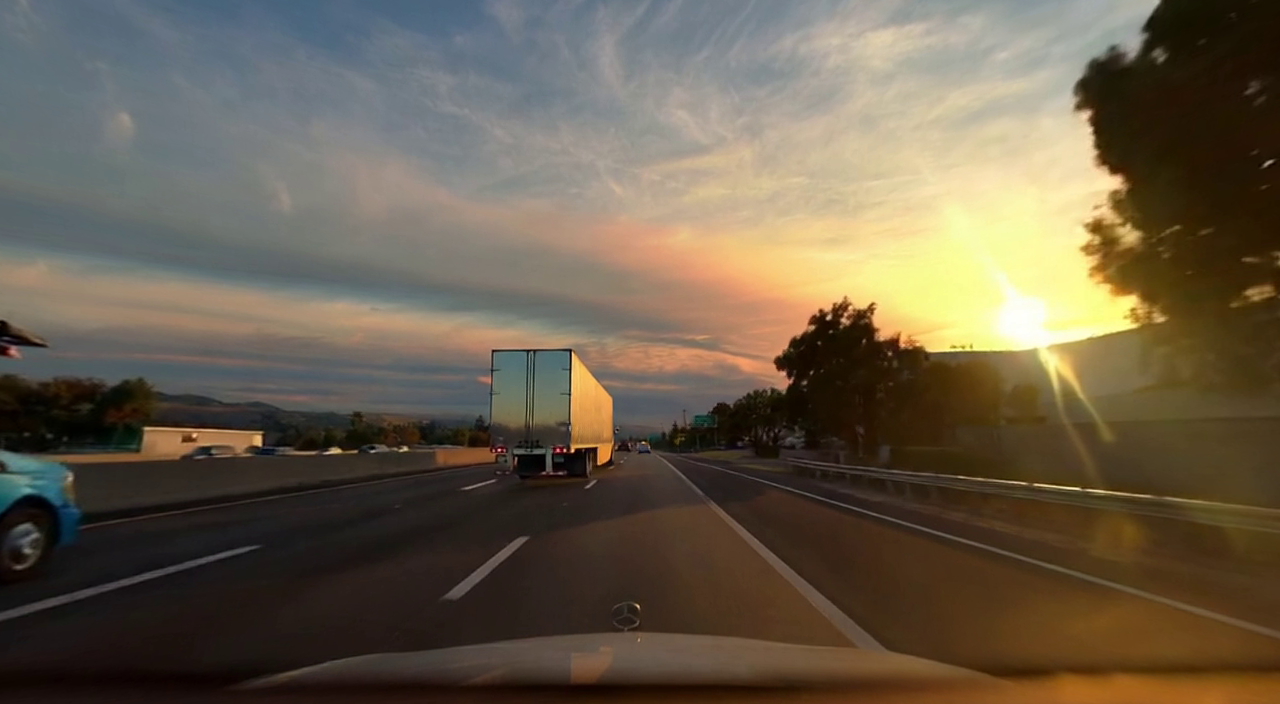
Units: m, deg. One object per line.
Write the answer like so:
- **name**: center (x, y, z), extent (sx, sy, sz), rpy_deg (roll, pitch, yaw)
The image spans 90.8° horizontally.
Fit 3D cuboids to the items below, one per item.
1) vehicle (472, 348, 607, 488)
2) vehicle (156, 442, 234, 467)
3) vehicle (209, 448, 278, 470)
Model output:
- **vehicle**: center (-3.369, 3.062, 26.803), extent (2.939, 4.132, 16.303), rpy_deg (0, -8, 0)
- **vehicle**: center (-31.418, 7.233, 44.749), extent (1.971, 1.674, 4.788), rpy_deg (0, -8, 1)
- **vehicle**: center (-27.242, 7.352, 43.569), extent (1.889, 1.437, 4.286), rpy_deg (0, -8, 1)
